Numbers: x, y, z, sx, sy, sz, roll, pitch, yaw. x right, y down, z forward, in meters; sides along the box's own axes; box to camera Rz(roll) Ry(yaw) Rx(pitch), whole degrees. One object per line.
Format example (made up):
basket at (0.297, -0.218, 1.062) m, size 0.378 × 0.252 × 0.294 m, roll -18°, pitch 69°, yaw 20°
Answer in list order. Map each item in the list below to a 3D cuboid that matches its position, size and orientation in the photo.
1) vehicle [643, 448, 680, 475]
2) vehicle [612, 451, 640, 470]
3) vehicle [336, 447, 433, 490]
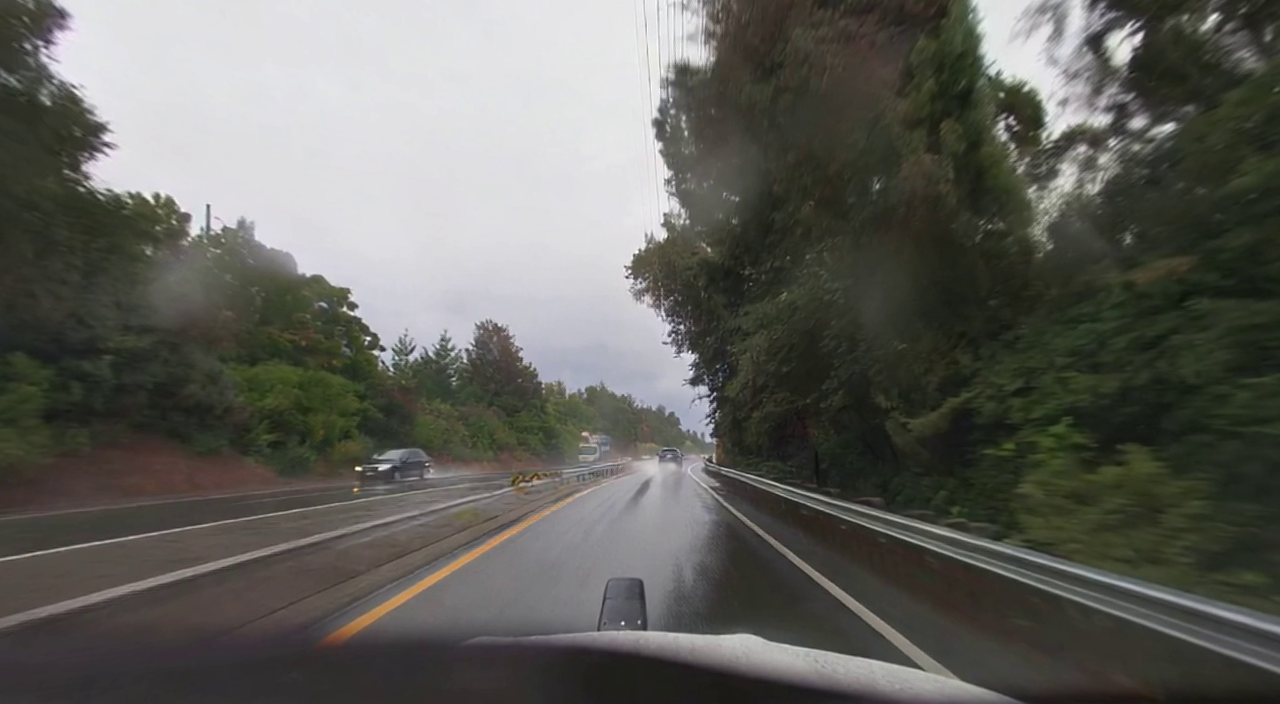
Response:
vehicle at (1.346, 6.573, 38.001) m, size 2.080 × 1.486 × 3.813 m, roll -1°, pitch -9°, yaw 3°
vehicle at (-1.077, 8.562, 49.816) m, size 1.816 × 1.423 × 3.847 m, roll -1°, pitch -9°, yaw 5°
vehicle at (-11.310, 5.174, 28.325) m, size 2.013 × 1.718 × 4.701 m, roll -1°, pitch -9°, yaw 6°
